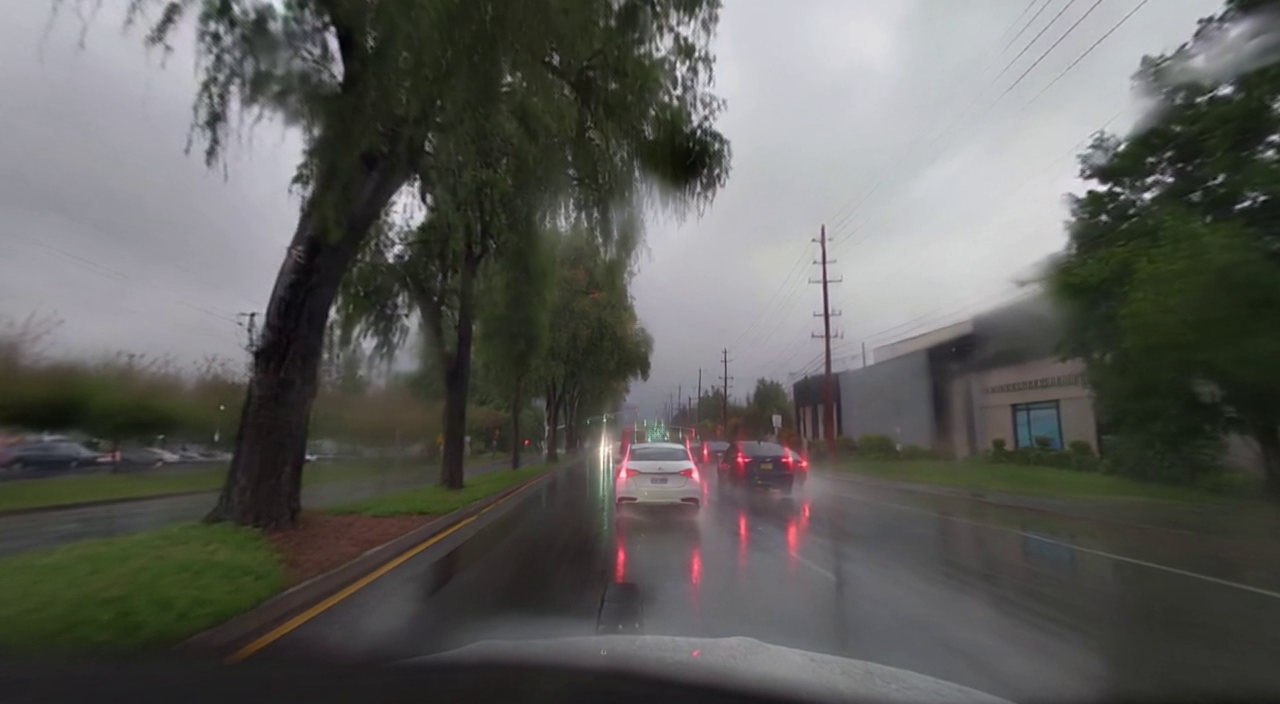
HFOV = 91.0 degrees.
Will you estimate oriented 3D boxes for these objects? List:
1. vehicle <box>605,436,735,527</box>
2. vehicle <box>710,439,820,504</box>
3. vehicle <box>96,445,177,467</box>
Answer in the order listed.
[{"bbox_3d":[0.398,2.435,12.446,2.144,1.473,4.028,1,-8,-3],"label":"vehicle"},{"bbox_3d":[3.127,3.082,16.672,1.985,1.489,4.036,0,-8,-1],"label":"vehicle"},{"bbox_3d":[-38.993,8.056,48.865,1.804,1.478,4.485,-3,-8,25],"label":"vehicle"}]
